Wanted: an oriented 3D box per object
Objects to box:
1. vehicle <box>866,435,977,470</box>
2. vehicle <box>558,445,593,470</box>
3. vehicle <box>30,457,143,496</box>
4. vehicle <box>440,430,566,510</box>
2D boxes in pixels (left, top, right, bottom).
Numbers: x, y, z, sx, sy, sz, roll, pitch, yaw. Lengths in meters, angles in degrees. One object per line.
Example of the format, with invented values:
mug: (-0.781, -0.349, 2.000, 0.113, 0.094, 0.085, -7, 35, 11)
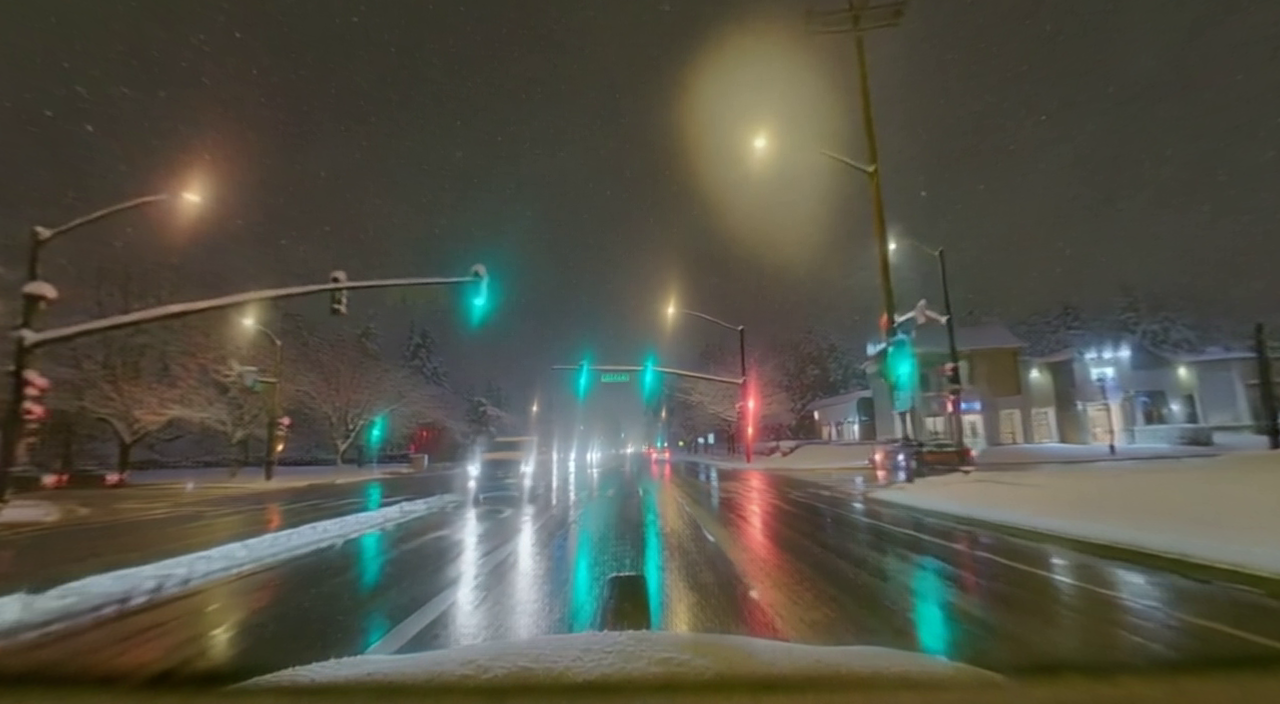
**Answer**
vehicle: (14.174, 5.067, 31.933, 4.634, 1.449, 1.936, -3, -7, -1)
vehicle: (-4.755, 7.816, 46.799, 2.070, 1.481, 4.266, -5, -7, 0)
vehicle: (-31.902, 7.160, 36.440, 4.582, 1.785, 2.262, -4, -7, 3)
vehicle: (-3.346, 2.984, 16.430, 2.250, 1.791, 4.300, 0, -8, 1)
